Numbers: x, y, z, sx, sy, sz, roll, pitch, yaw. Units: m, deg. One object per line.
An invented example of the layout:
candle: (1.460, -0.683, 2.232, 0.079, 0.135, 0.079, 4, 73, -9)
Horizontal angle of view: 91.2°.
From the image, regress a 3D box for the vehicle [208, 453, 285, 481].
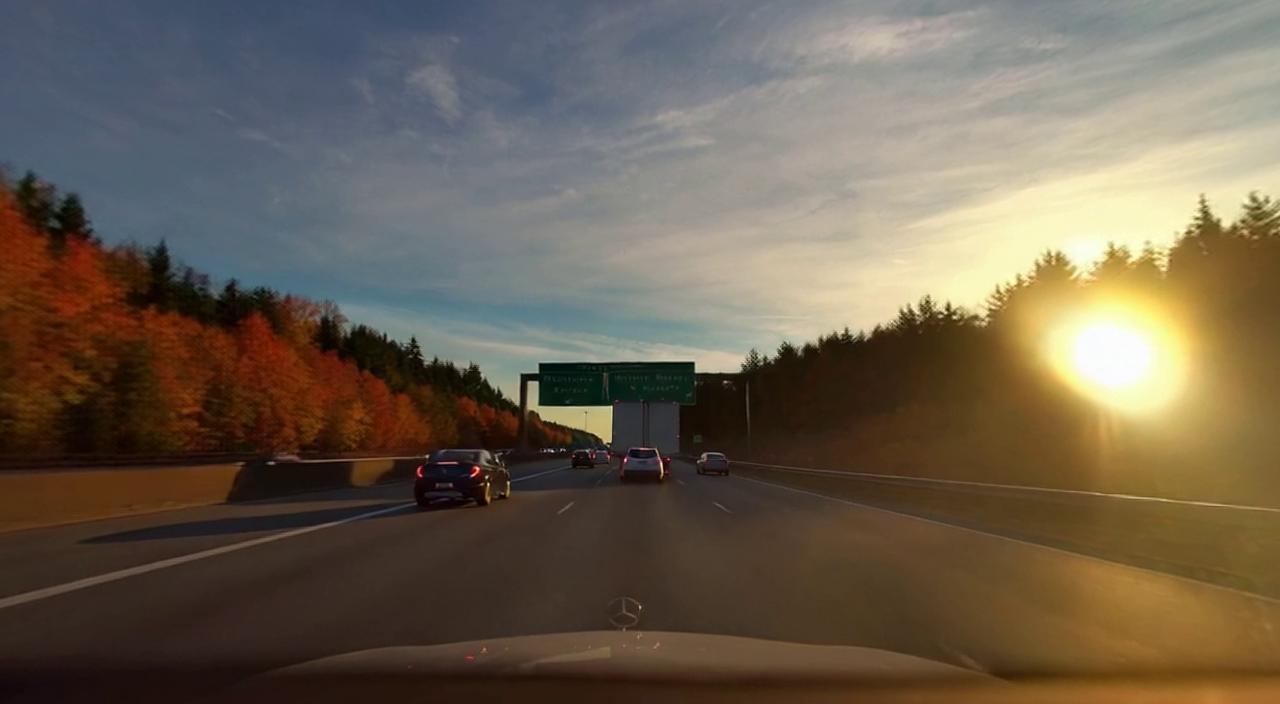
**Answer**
vehicle: (-22.220, 6.483, 35.524, 1.777, 1.473, 3.876, 0, -9, 1)

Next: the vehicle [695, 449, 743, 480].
vehicle: (4.249, 6.118, 34.460, 2.035, 1.571, 4.413, 0, -9, -1)

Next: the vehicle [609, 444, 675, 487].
vehicle: (0.072, 4.828, 27.013, 2.634, 1.679, 4.070, 0, -9, 0)

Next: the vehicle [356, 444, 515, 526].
vehicle: (-4.136, 2.743, 13.499, 2.017, 1.469, 4.113, 0, -9, 0)

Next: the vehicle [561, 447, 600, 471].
vehicle: (-4.377, 7.996, 46.959, 2.545, 1.679, 4.267, 0, -9, 0)
